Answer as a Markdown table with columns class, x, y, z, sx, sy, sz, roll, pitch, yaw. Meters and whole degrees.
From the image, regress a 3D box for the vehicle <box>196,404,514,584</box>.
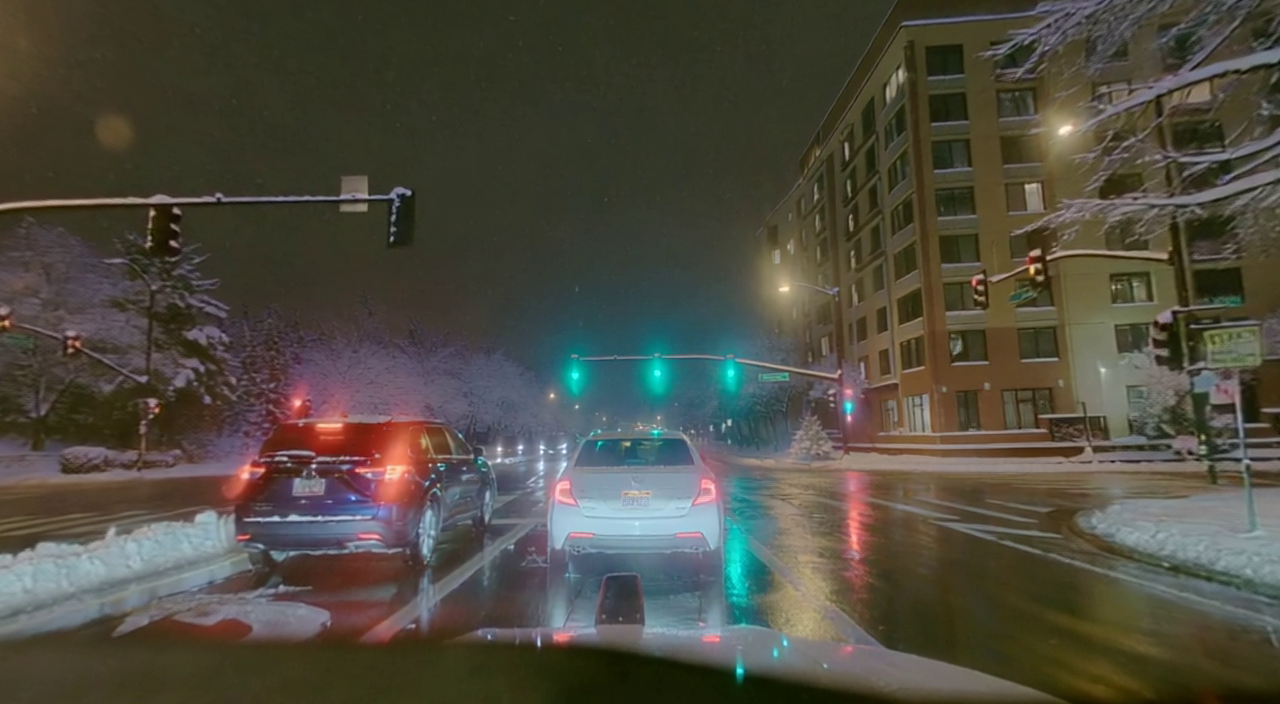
| class | x | y | z | sx | sy | sz | roll | pitch | yaw |
| --- | --- | --- | --- | --- | --- | --- | --- | --- | --- |
| vehicle | -3.186 | 1.688 | 8.344 | 2.081 | 1.719 | 4.434 | 0 | -8 | 1 |

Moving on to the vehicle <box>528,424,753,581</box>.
| class | x | y | z | sx | sy | sz | roll | pitch | yaw |
| --- | --- | --- | --- | --- | --- | --- | --- | --- | --- |
| vehicle | 0.016 | 1.756 | 8.154 | 2.190 | 1.522 | 3.850 | 0 | -8 | 0 |
